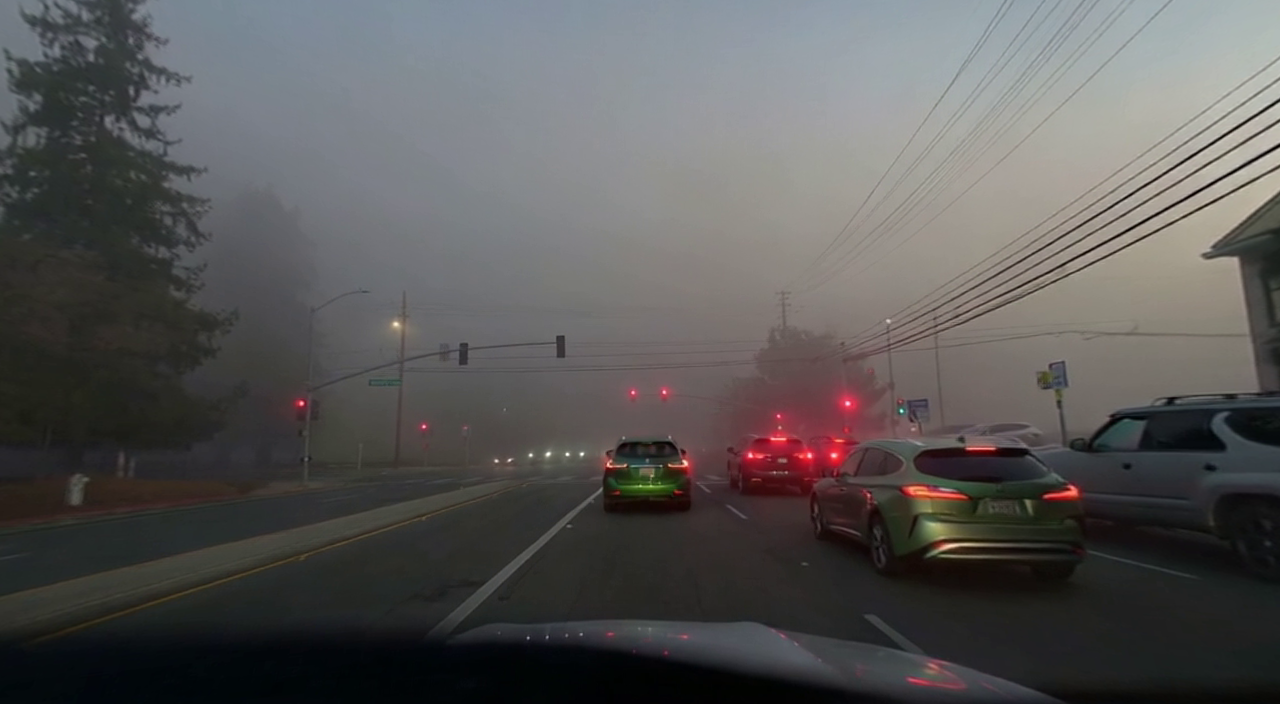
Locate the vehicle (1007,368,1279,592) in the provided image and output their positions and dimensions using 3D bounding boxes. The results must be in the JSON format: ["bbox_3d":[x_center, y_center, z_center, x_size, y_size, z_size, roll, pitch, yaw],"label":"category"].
[{"bbox_3d":[6.677,1.373,7.233,2.080,1.958,4.653,0,-9,0],"label":"vehicle"}]

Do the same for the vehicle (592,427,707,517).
[{"bbox_3d":[0.176,2.549,13.913,2.149,1.668,3.962,0,-9,0],"label":"vehicle"}]

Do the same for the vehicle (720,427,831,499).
[{"bbox_3d":[3.695,3.138,18.234,2.060,1.789,4.712,0,-9,-1],"label":"vehicle"}]

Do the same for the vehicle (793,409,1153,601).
[{"bbox_3d":[3.347,1.621,7.565,1.998,1.620,4.267,0,-9,1],"label":"vehicle"}]
